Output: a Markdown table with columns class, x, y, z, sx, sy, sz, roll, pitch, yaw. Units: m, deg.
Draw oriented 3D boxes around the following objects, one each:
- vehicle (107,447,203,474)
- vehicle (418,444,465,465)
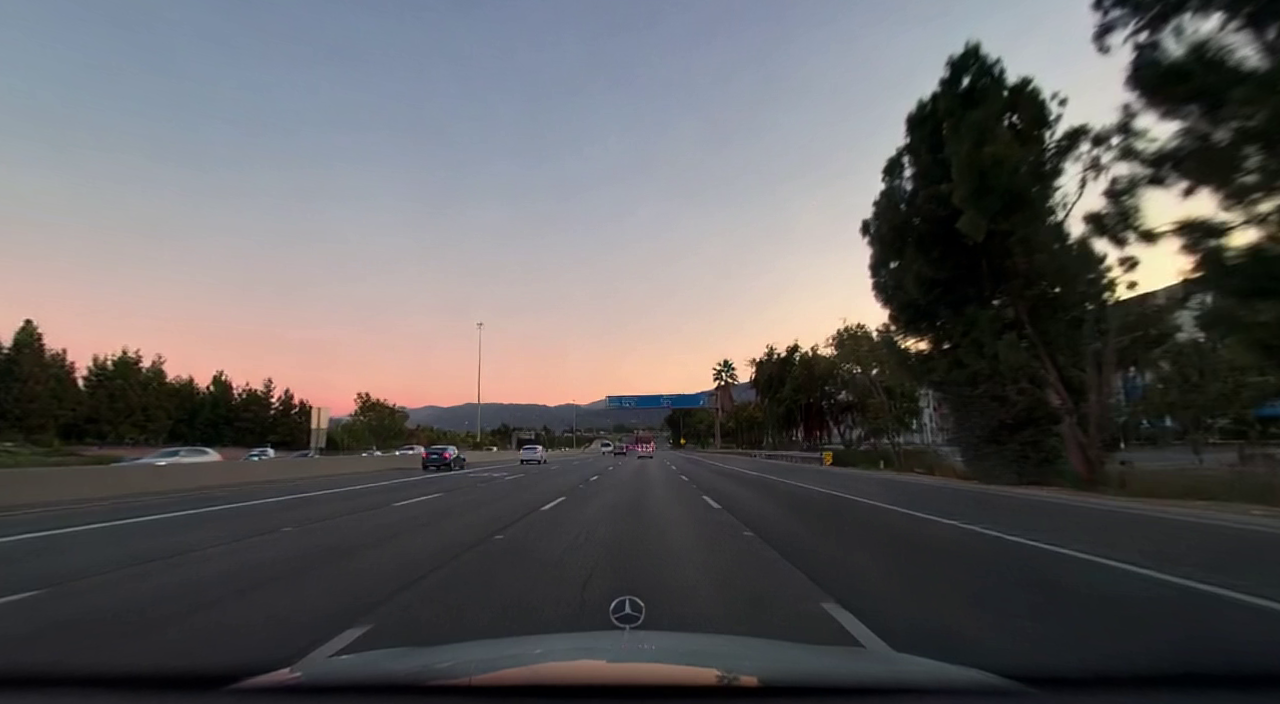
| class | x | y | z | sx | sy | sz | roll | pitch | yaw |
| --- | --- | --- | --- | --- | --- | --- | --- | --- | --- |
| vehicle | -30.289 | 6.756 | 39.609 | 1.863 | 1.551 | 5.152 | 0 | -9 | 0 |
| vehicle | -14.301 | 7.418 | 45.616 | 1.818 | 1.377 | 4.419 | -1 | -8 | 2 |
